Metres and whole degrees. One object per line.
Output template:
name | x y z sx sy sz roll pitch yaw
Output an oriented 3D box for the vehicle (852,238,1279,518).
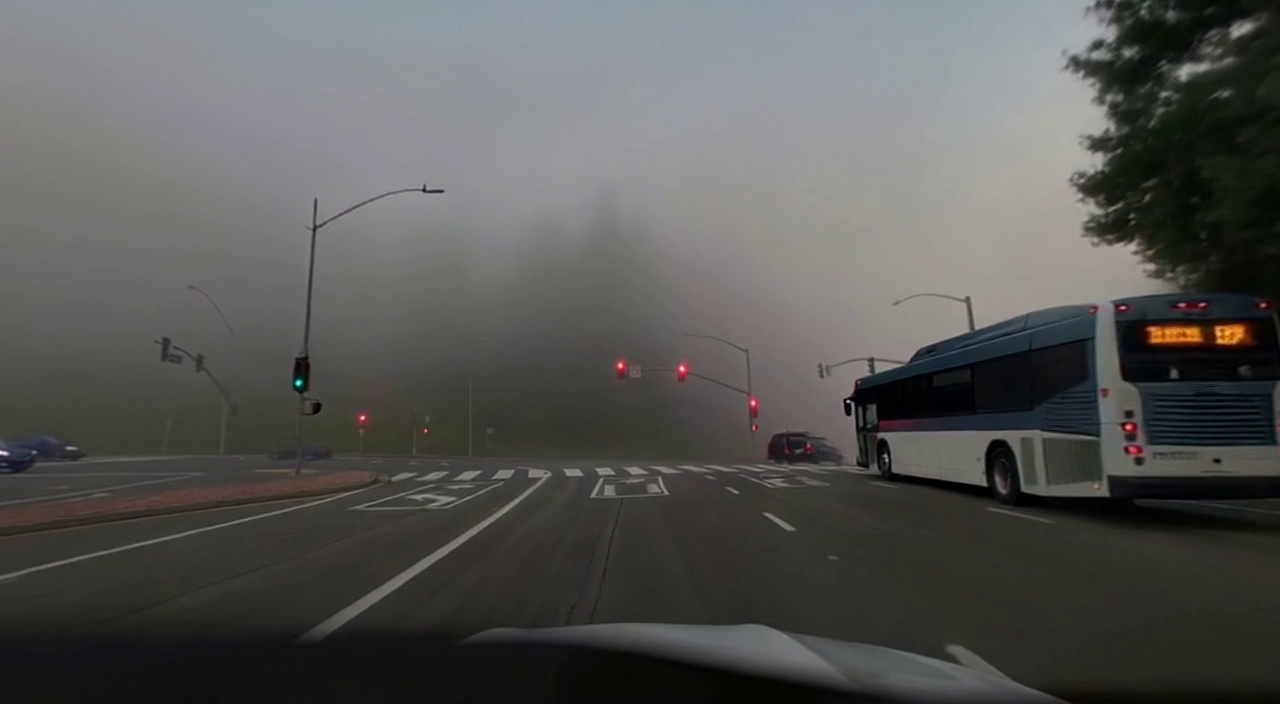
vehicle | 8.711 1.291 15.662 2.916 4.009 13.397 -1 -8 3
